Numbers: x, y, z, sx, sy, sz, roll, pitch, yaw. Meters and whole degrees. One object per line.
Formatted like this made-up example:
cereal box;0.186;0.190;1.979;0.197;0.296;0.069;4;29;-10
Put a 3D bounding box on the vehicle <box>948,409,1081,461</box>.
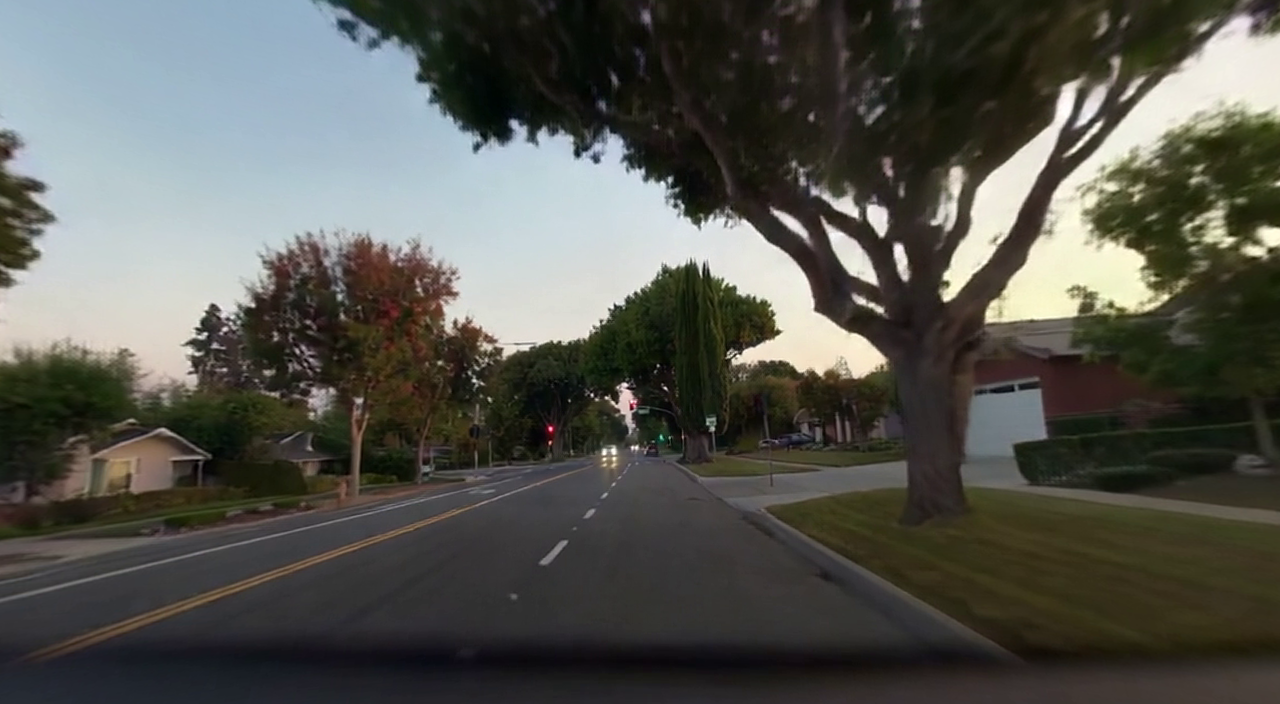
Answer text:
vehicle;14.417;3.215;24.314;3.917;1.454;1.725;-7;-8;0
